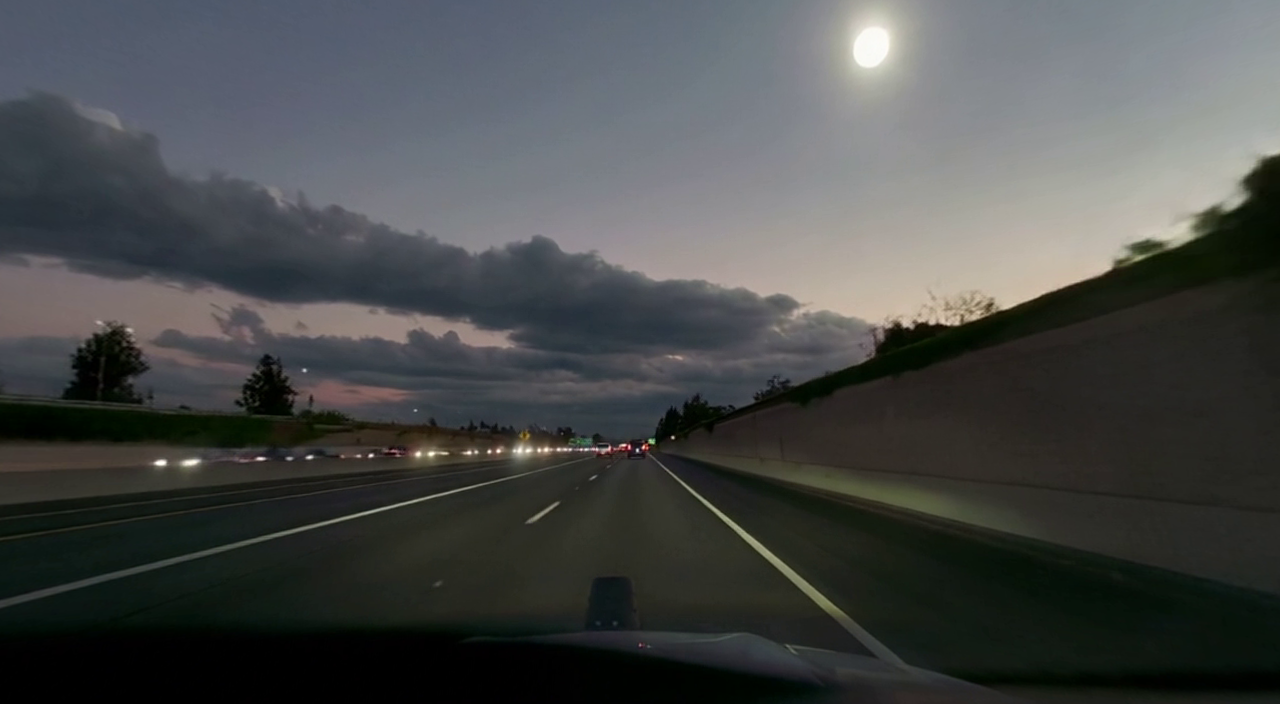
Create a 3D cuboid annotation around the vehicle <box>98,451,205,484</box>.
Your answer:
[{"bbox_3d":[-26.162,6.175,33.994,1.976,1.615,4.634,0,-9,1],"label":"vehicle"}]

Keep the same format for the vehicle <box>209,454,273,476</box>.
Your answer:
[{"bbox_3d":[-29.414,8.329,46.578,1.867,1.544,4.351,0,-9,0],"label":"vehicle"}]

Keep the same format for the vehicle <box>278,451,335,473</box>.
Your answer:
[{"bbox_3d":[-25.729,8.471,48.712,1.878,1.536,4.552,0,-9,1],"label":"vehicle"}]
